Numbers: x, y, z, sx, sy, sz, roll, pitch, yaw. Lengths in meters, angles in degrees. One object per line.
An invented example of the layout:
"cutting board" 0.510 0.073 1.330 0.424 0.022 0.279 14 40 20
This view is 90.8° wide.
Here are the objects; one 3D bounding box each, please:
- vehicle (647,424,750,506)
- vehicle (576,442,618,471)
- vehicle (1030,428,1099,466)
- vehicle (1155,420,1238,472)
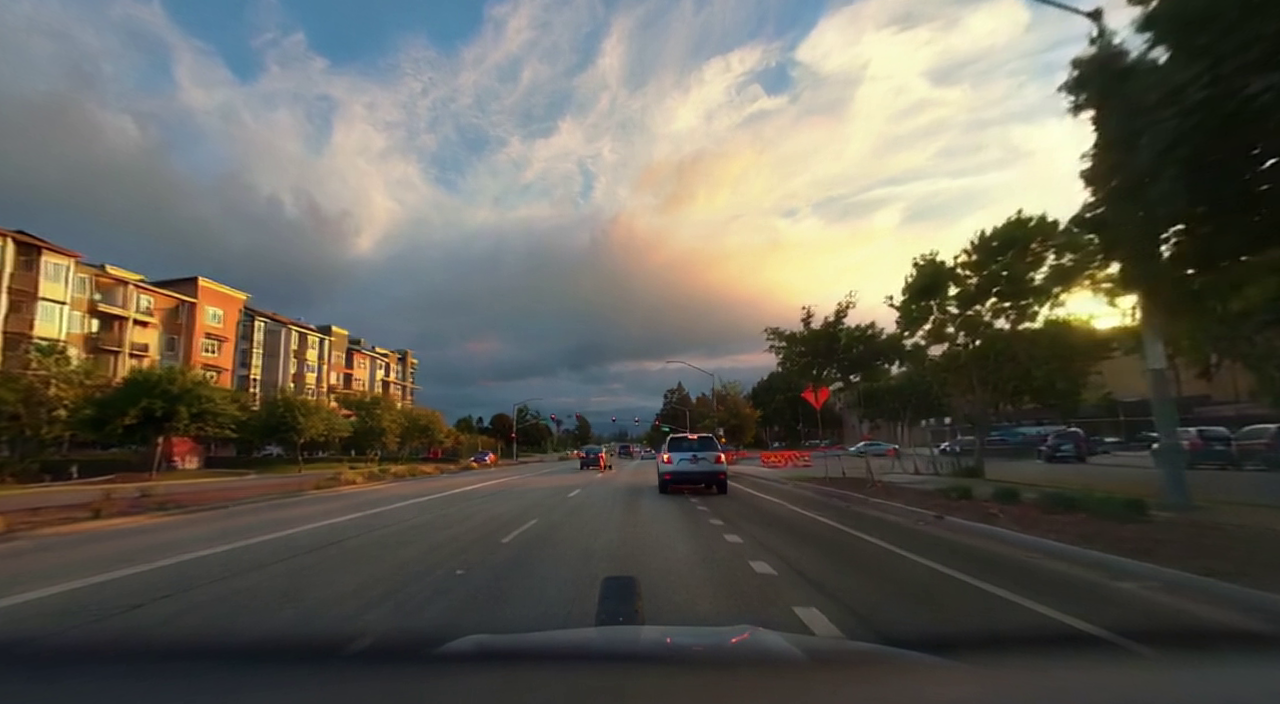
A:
"vehicle" 1.350 2.884 16.560 2.197 1.835 4.316 0 -8 -1
"vehicle" -2.519 6.236 37.919 2.121 1.654 3.993 0 -8 1
"vehicle" 20.209 4.510 29.990 1.926 1.680 4.410 -8 -11 42
"vehicle" 20.396 3.434 23.086 1.960 1.678 4.435 -8 -11 43
